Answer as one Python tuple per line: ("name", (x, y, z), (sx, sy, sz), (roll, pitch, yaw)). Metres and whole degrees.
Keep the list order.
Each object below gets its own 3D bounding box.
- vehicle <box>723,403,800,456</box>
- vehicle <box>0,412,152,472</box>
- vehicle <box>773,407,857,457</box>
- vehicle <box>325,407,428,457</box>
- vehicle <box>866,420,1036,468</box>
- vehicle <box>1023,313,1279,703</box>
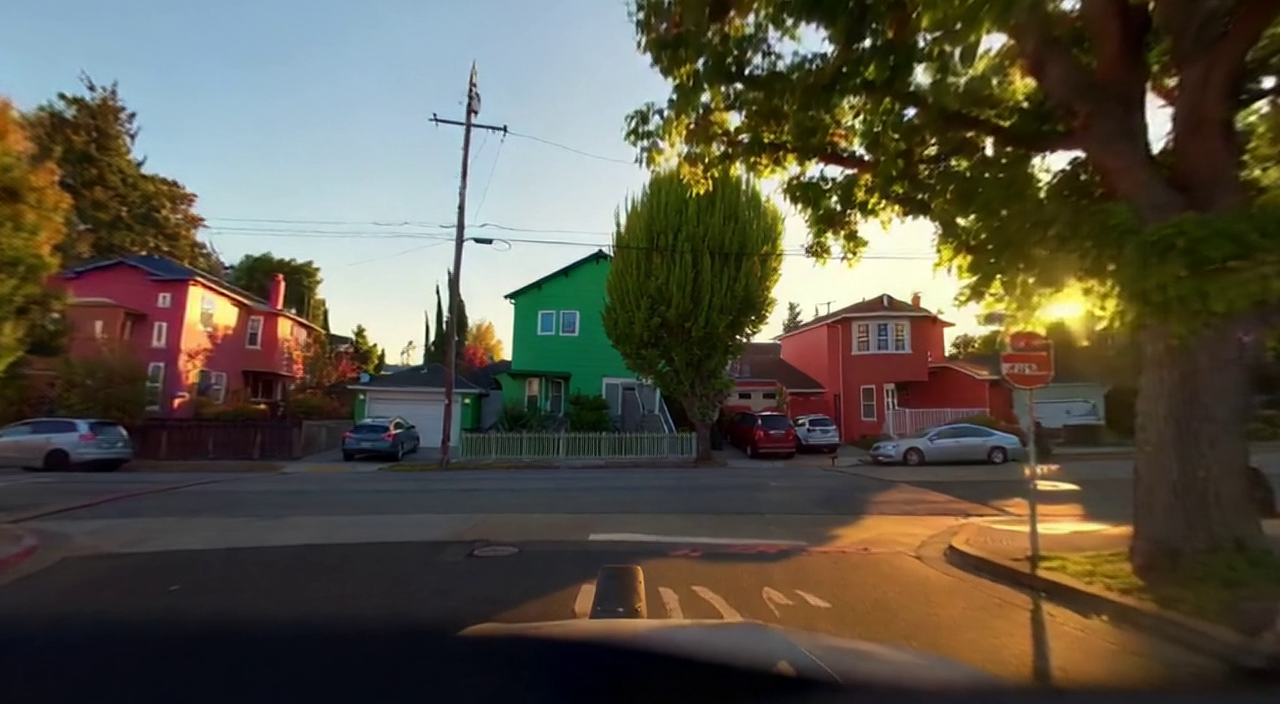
("vehicle", (4.718, 3.056, 25.176), (2.081, 1.891, 4.367), (-1, -6, -2))
("vehicle", (-18.125, 2.771, 19.339), (4.417, 1.703, 2.093), (0, -8, -3))
("vehicle", (6.900, 3.220, 25.295), (2.053, 1.756, 4.034), (-1, -8, -2))
("vehicle", (-10.167, 3.177, 24.763), (2.091, 1.760, 4.760), (0, -8, -2))
("vehicle", (10.297, 3.086, 21.144), (4.644, 1.482, 1.997), (0, -8, 1))
("vehicle", (3.290, 0.606, 0.884), (2.109, 1.811, 4.886), (0, -8, -5))
